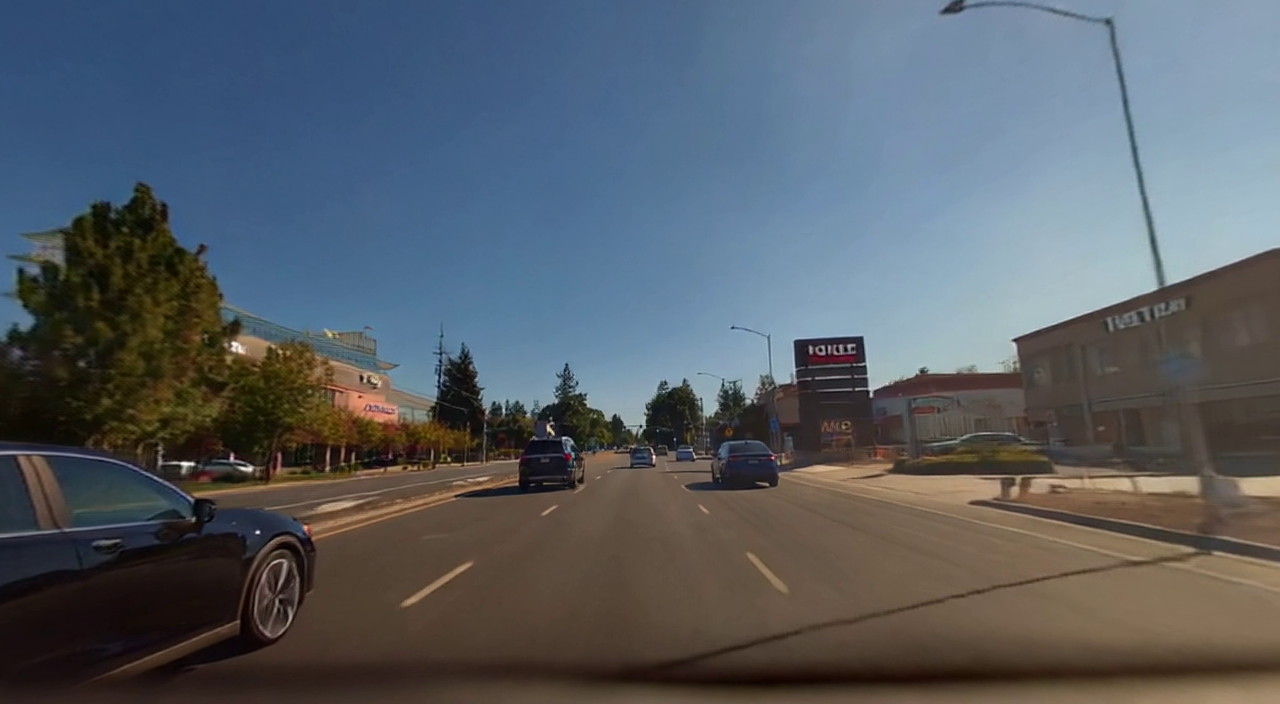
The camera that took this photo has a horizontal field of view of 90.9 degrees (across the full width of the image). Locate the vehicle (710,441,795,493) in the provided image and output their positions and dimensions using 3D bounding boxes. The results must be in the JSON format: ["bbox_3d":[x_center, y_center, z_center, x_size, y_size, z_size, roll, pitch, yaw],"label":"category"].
[{"bbox_3d":[3.479,3.628,20.299,1.904,1.490,4.299,0,-8,-1],"label":"vehicle"}]

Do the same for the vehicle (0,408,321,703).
[{"bbox_3d":[-3.221,0.899,1.943,1.956,1.460,4.802,0,-8,0],"label":"vehicle"}]

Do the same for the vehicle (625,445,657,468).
[{"bbox_3d":[0.051,7.042,42.601,2.069,1.445,3.965,0,-8,0],"label":"vehicle"}]

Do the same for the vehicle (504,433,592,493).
[{"bbox_3d":[-2.953,3.695,21.336,2.193,1.788,4.603,0,-8,1],"label":"vehicle"}]
